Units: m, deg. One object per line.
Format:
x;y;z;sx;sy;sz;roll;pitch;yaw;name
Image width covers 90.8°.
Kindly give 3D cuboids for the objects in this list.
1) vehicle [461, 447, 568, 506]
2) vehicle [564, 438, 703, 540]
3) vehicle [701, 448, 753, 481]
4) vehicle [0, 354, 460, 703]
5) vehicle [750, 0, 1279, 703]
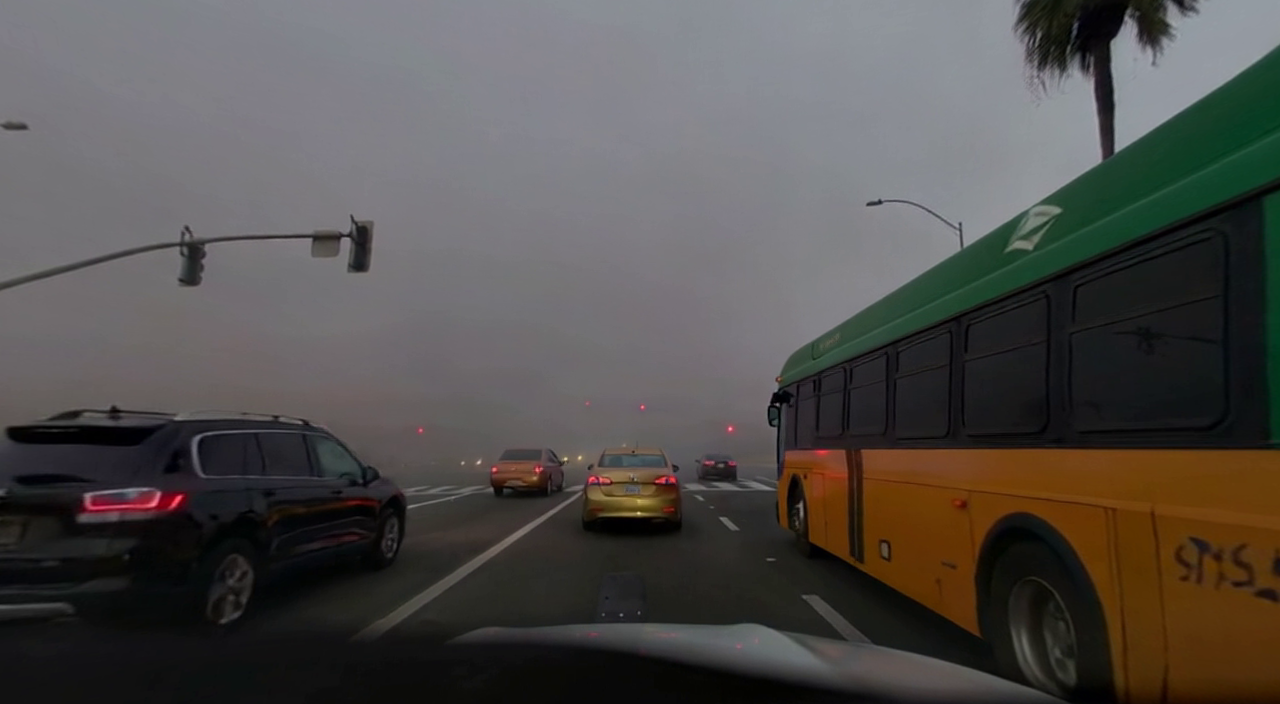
-3.264;3.317;17.329;1.919;1.415;4.178;-1;-9;2;vehicle
-0.097;2.329;11.378;2.060;1.499;3.831;0;-9;0;vehicle
4.219;5.497;31.184;1.989;1.467;4.364;0;-9;1;vehicle
-3.459;1.293;5.618;2.145;1.824;4.974;0;-9;1;vehicle
3.662;0.094;5.257;3.068;4.026;13.534;0;-9;0;vehicle
